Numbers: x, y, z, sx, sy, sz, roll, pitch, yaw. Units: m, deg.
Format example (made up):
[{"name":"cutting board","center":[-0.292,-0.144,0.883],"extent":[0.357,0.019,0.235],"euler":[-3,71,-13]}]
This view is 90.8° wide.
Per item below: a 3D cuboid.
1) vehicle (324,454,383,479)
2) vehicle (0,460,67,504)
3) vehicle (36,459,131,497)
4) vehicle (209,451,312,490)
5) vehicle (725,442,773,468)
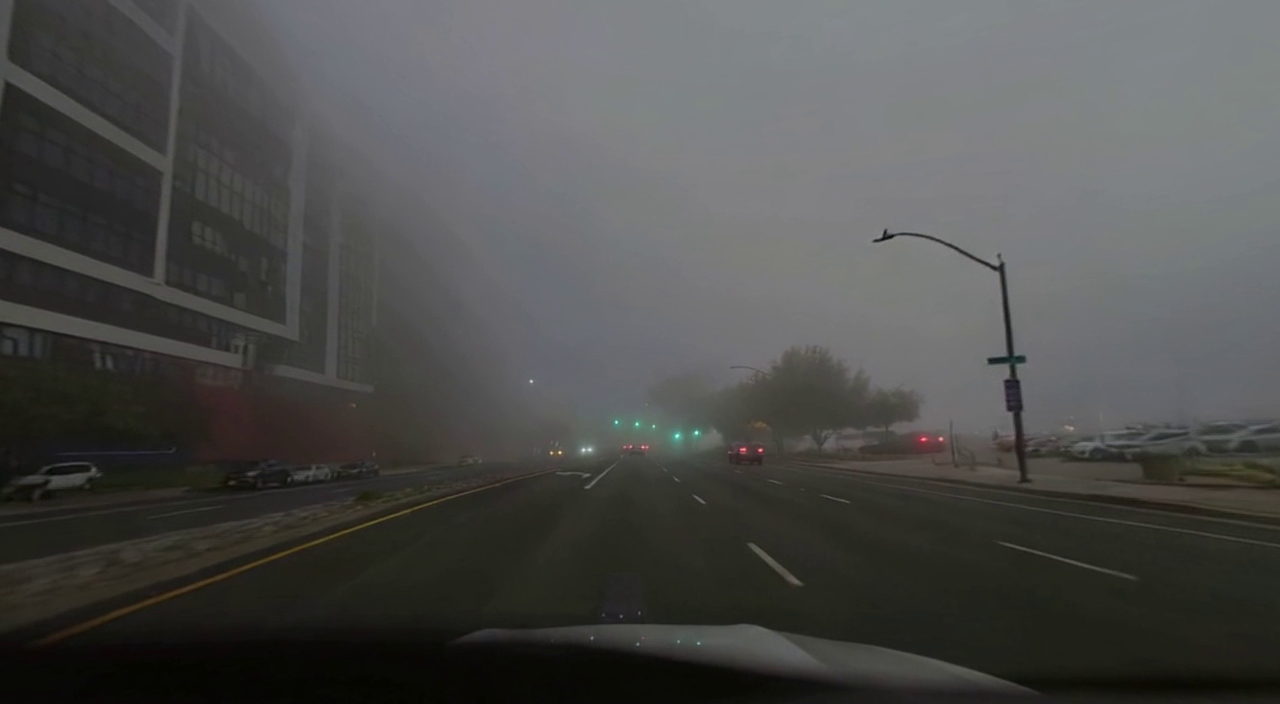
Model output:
[{"name":"vehicle","center":[-18.789,7.489,41.663],"extent":[1.861,1.499,4.605],"euler":[0,-9,-1]},{"name":"vehicle","center":[-28.096,5.806,28.387],"extent":[1.959,1.677,4.861],"euler":[1,-9,-24]},{"name":"vehicle","center":[-25.707,5.789,29.356],"extent":[2.099,1.561,4.013],"euler":[4,-9,-24]},{"name":"vehicle","center":[-18.685,5.797,31.416],"extent":[2.047,1.756,4.844],"euler":[0,-9,0]},{"name":"vehicle","center":[6.457,6.195,38.036],"extent":[1.992,1.447,4.414],"euler":[0,-9,-2]}]
